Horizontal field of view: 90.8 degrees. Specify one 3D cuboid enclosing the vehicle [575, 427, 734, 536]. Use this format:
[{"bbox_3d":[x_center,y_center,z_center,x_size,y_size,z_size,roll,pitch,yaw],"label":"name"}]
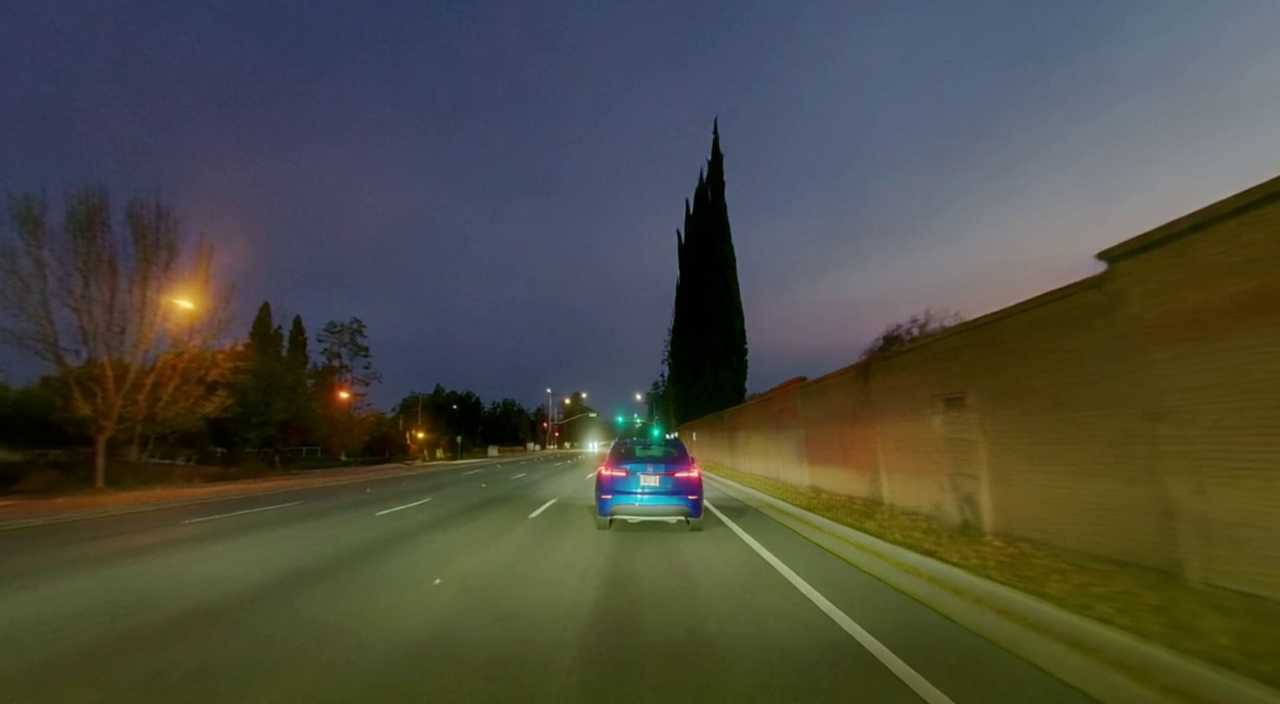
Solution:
[{"bbox_3d":[0.176,2.126,11.005,2.205,1.509,4.272,0,-8,-1],"label":"vehicle"}]
